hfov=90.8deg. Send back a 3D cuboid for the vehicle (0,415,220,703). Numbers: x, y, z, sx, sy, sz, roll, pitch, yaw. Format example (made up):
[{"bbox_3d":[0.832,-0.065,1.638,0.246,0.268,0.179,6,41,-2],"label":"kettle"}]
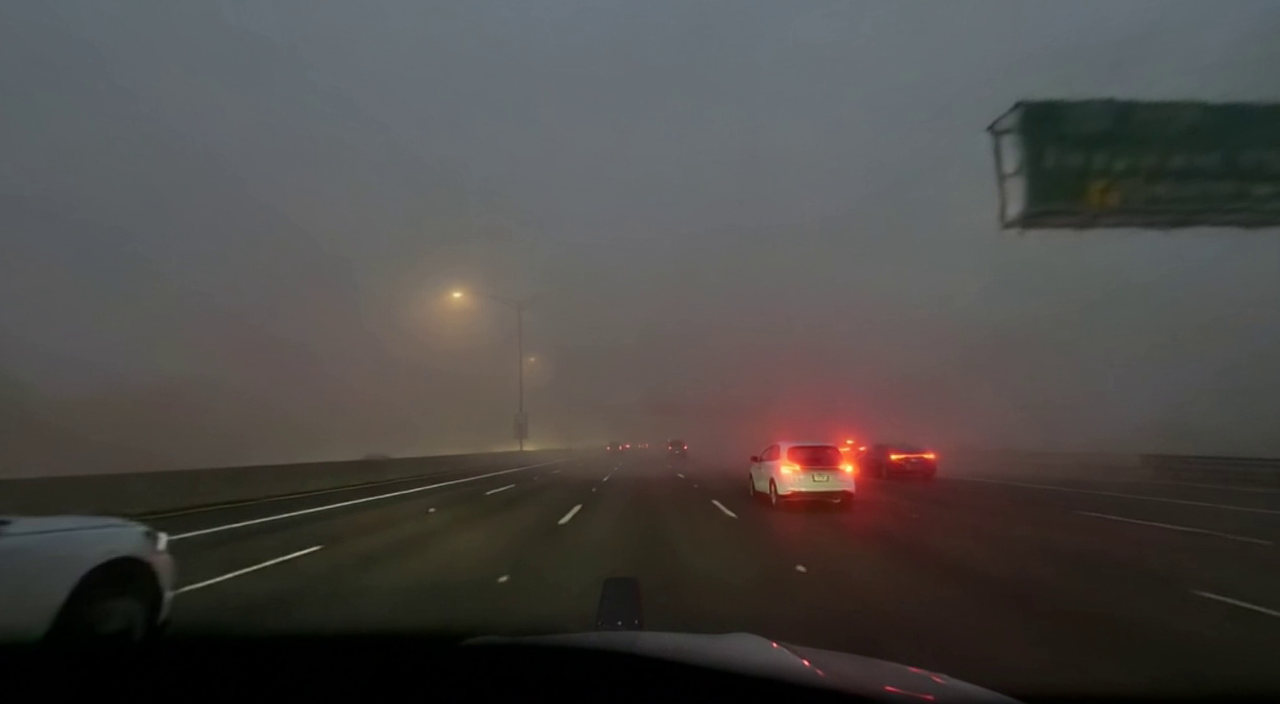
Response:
[{"bbox_3d":[-3.557,0.894,1.609,1.975,1.536,4.295,0,-9,0],"label":"vehicle"}]

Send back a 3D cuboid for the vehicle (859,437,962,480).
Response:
[{"bbox_3d":[10.455,4.134,24.813,2.019,1.529,4.385,0,-9,-1],"label":"vehicle"}]

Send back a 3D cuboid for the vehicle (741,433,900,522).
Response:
[{"bbox_3d":[3.451,2.478,13.005,1.961,1.504,4.094,0,-9,-1],"label":"vehicle"}]

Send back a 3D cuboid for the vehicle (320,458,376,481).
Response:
[{"bbox_3d":[-21.308,8.574,46.246,1.852,1.460,4.707,0,-9,0],"label":"vehicle"}]
